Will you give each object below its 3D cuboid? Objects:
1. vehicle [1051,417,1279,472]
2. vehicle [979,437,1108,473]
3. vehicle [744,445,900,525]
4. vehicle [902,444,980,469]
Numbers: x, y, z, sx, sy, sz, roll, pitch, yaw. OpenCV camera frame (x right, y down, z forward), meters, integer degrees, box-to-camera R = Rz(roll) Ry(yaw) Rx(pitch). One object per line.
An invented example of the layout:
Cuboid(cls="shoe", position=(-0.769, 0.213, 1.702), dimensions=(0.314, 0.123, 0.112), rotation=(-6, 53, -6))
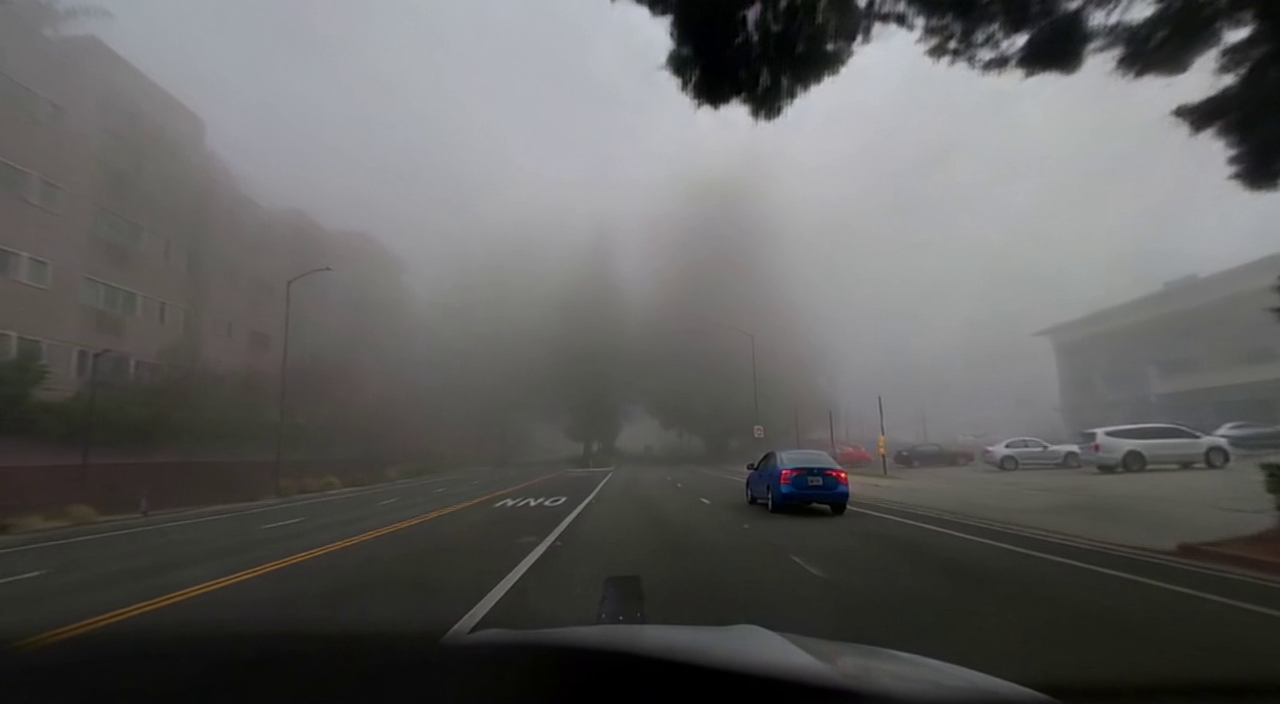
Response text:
Cuboid(cls="vehicle", position=(18.625, 3.309, 22.491), dimensions=(6.156, 1.801, 2.491), rotation=(0, -9, 1))
Cuboid(cls="vehicle", position=(18.177, 4.638, 28.617), dimensions=(4.436, 1.556, 1.997), rotation=(0, -9, -1))
Cuboid(cls="vehicle", position=(3.825, 2.870, 14.280), dimensions=(2.114, 1.493, 4.430), rotation=(0, -9, -1))
Cuboid(cls="vehicle", position=(17.845, 6.209, 37.576), dimensions=(3.622, 1.432, 2.029), rotation=(0, -9, -3))
